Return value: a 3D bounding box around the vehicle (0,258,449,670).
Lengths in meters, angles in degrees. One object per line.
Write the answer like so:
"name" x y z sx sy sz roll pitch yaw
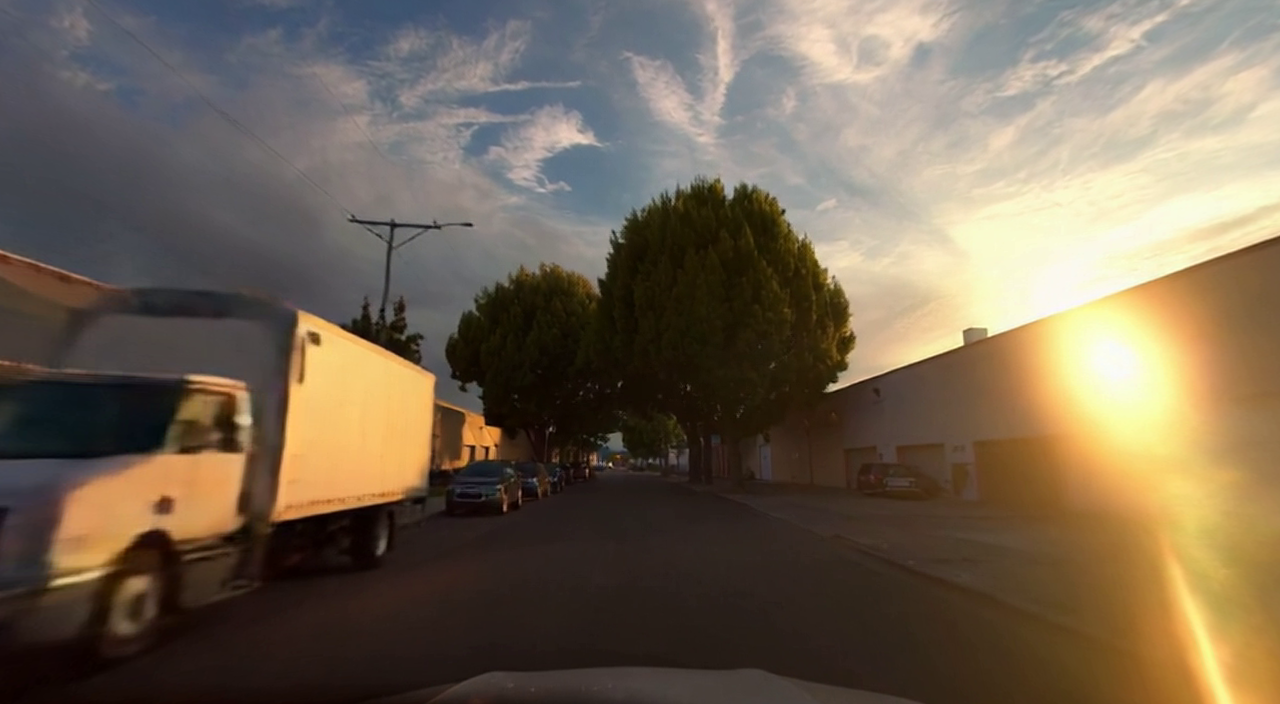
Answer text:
"vehicle" -4.045 1.188 7.005 2.242 2.726 5.581 1 -10 -3

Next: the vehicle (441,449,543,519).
"vehicle" -4.113 3.701 18.259 1.886 1.640 4.311 2 -8 -1
